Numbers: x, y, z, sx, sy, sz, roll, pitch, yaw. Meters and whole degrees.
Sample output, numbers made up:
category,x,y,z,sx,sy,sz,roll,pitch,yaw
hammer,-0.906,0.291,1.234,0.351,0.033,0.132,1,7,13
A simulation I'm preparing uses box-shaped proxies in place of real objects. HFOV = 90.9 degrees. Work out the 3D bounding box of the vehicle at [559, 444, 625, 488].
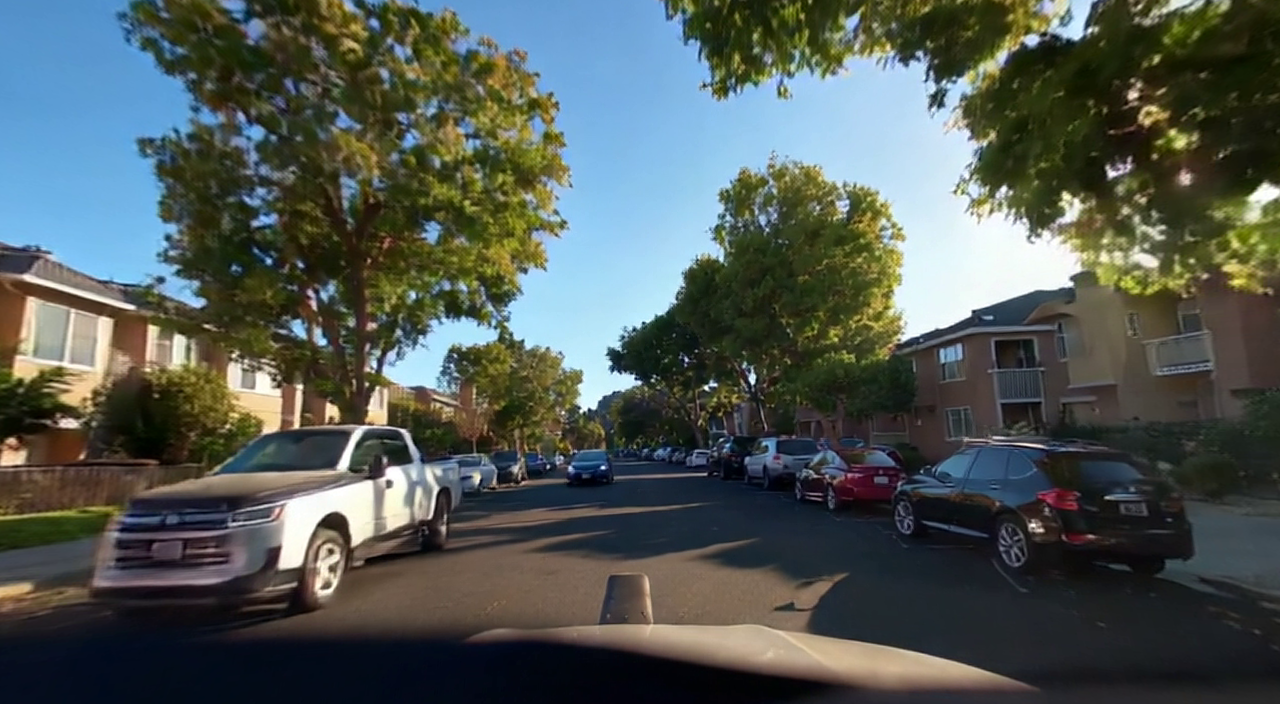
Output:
category,x,y,z,sx,sy,sz,roll,pitch,yaw
vehicle,-1.710,4.299,24.149,1.971,1.476,4.593,-1,-9,3

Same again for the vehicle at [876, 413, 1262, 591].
category,x,y,z,sx,sy,sz,roll,pitch,yaw
vehicle,5.095,1.818,8.548,1.937,1.722,4.575,0,-9,-1

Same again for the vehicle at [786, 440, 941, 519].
category,x,y,z,sx,sy,sz,roll,pitch,yaw
vehicle,5.005,2.897,14.904,1.876,1.538,4.447,0,-9,-2

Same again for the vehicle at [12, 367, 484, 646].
category,x,y,z,sx,sy,sz,roll,pitch,yaw
vehicle,-3.514,1.503,7.230,2.197,2.047,4.985,0,-9,0
